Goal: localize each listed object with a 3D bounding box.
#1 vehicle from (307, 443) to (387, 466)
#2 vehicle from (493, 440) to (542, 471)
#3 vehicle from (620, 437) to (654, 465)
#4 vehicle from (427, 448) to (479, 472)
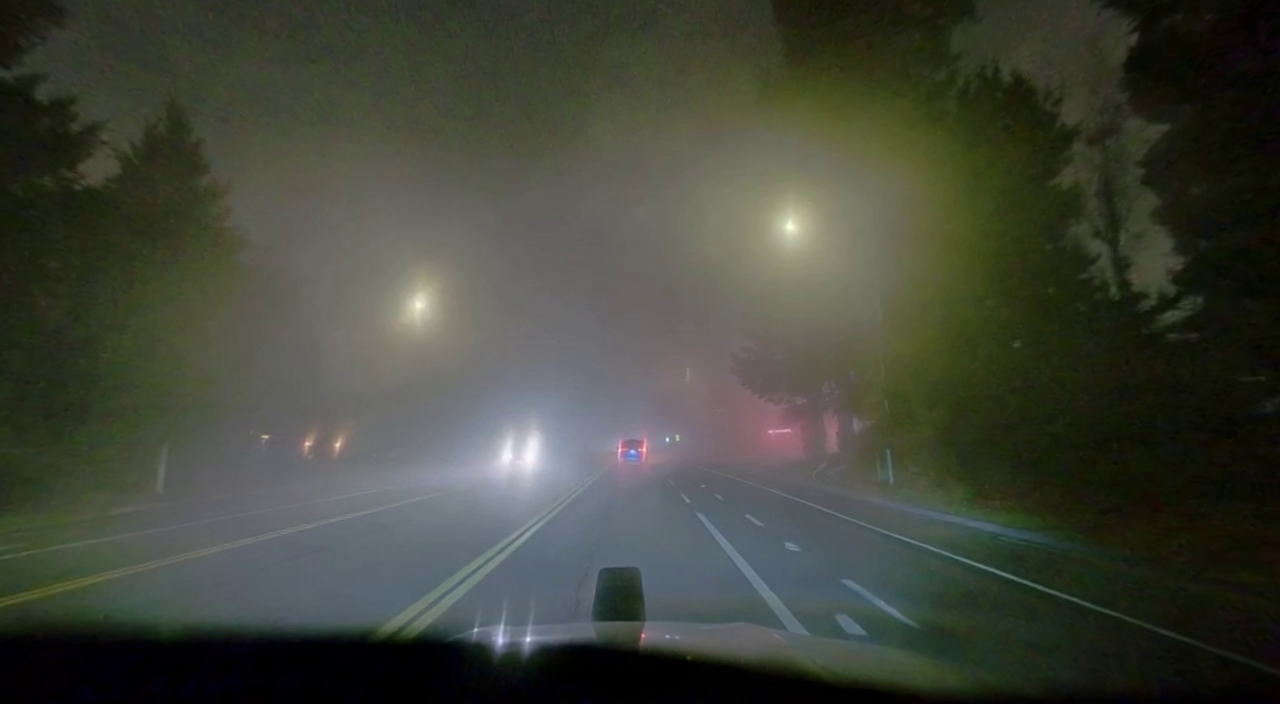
[{"bbox_3d":[-21.135,7.421,45.673,4.773,1.625,1.933,0,-8,-1],"label":"vehicle"},{"bbox_3d":[-7.199,6.121,37.648,2.065,1.719,4.265,0,-8,0],"label":"vehicle"},{"bbox_3d":[-0.236,6.849,43.788,2.230,1.827,4.298,0,-8,0],"label":"vehicle"},{"bbox_3d":[-12.329,7.139,41.969,2.090,1.478,4.376,0,-8,1],"label":"vehicle"}]
